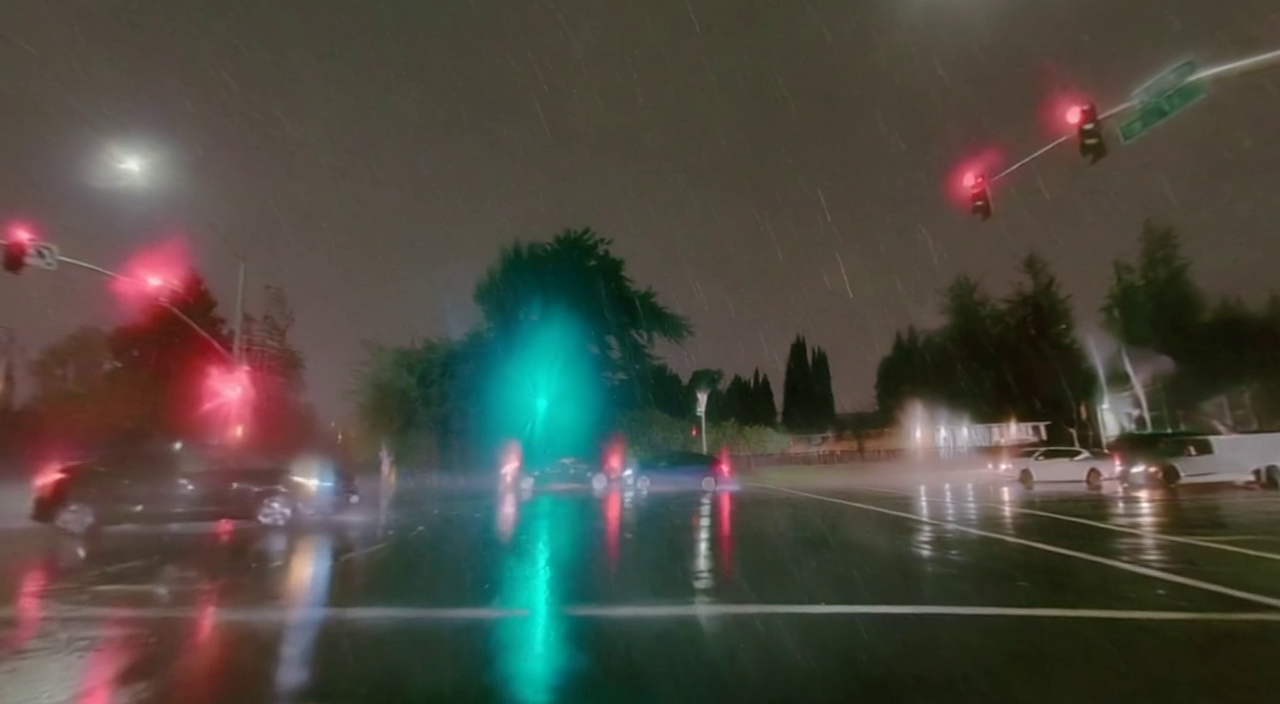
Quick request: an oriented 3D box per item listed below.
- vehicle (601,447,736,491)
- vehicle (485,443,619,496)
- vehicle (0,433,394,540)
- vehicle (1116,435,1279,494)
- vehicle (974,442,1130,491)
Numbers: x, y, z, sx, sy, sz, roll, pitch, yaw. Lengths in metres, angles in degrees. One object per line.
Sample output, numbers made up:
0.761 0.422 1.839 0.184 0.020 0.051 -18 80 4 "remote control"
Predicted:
0.981 4.237 23.008 4.705 1.486 1.830 0 -8 -1 "vehicle"
-2.563 3.517 19.112 3.815 1.504 1.790 0 -8 -2 "vehicle"
-6.712 2.013 9.775 4.989 1.442 1.940 0 -8 0 "vehicle"
17.768 3.436 19.485 4.510 1.673 2.030 0 -8 -1 "vehicle"
14.956 4.151 23.132 4.326 1.672 1.903 0 -8 -1 "vehicle"
